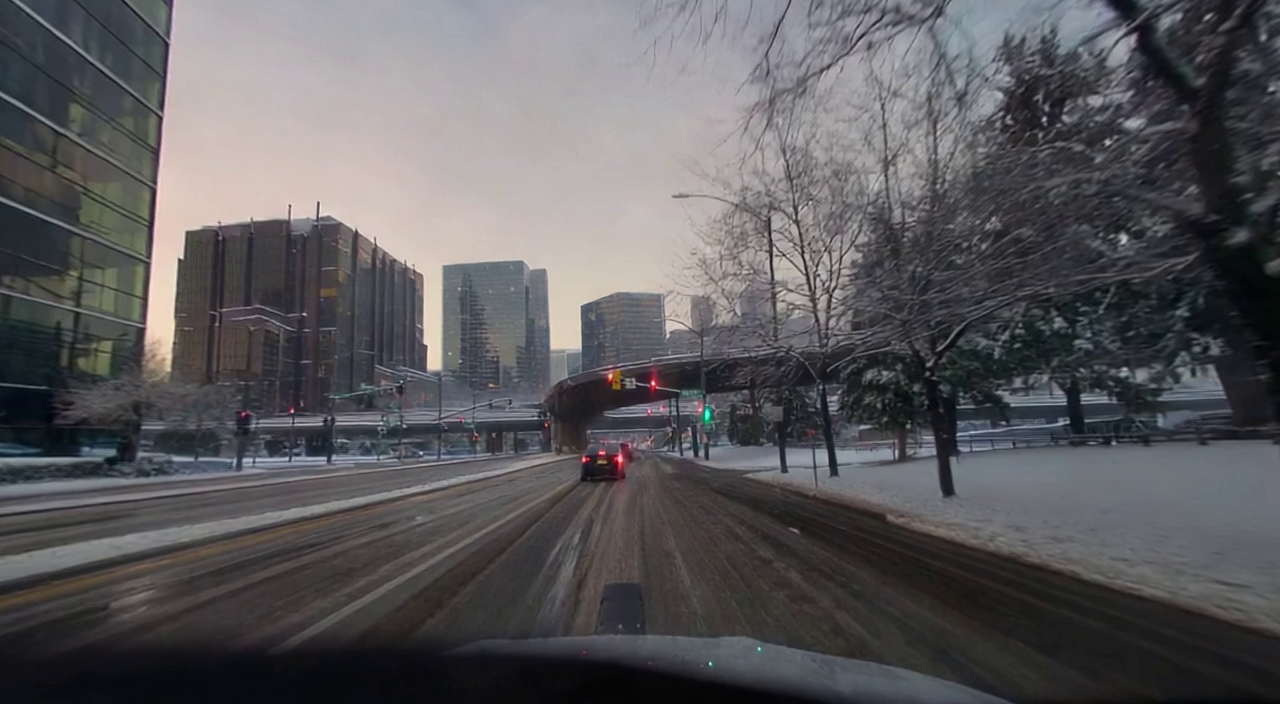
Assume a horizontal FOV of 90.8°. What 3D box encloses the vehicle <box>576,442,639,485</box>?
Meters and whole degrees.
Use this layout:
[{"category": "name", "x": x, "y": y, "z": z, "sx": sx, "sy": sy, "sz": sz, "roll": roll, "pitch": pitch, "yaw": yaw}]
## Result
[{"category": "vehicle", "x": -1.175, "y": 4.193, "z": 24.134, "sx": 2.154, "sy": 1.465, "sz": 4.532, "roll": 0, "pitch": -9, "yaw": -1}]
